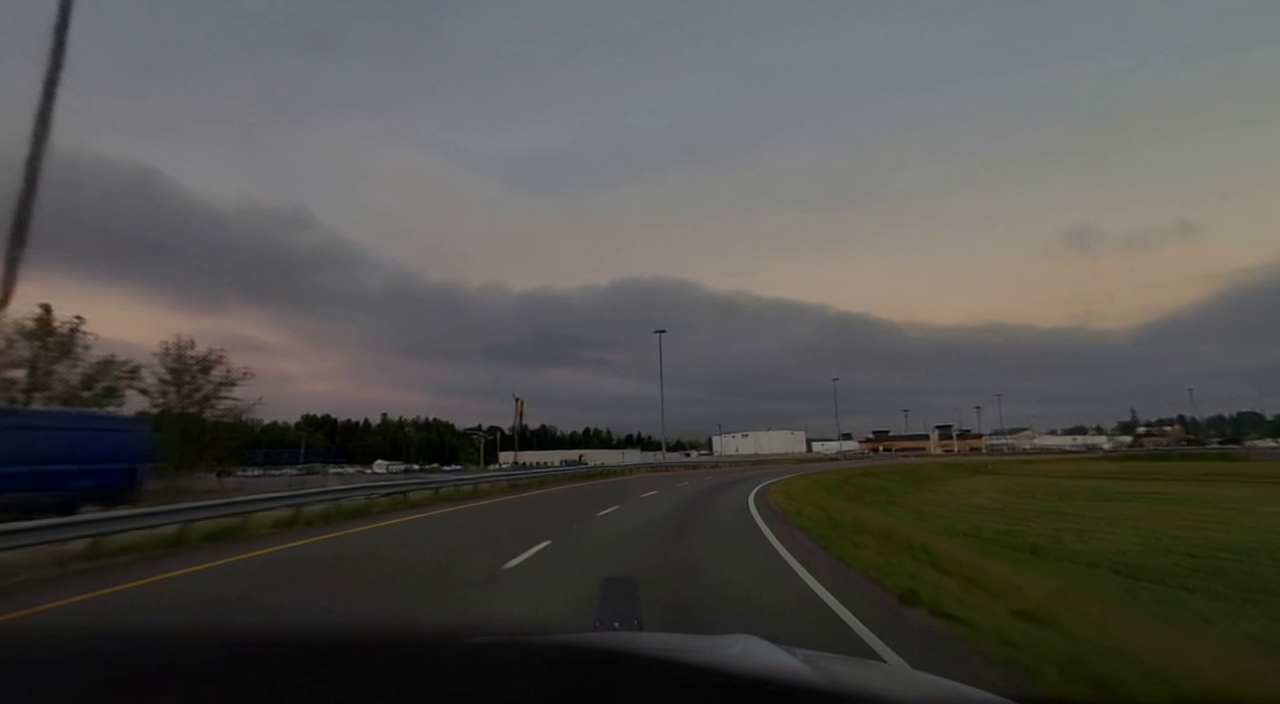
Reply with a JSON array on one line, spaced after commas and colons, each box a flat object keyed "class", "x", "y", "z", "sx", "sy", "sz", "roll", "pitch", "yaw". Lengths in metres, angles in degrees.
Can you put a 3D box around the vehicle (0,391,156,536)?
[{"class": "vehicle", "x": -12.934, "y": 2.100, "z": 11.848, "sx": 2.396, "sy": 2.635, "sz": 5.921, "roll": -1, "pitch": -9, "yaw": 5}]
